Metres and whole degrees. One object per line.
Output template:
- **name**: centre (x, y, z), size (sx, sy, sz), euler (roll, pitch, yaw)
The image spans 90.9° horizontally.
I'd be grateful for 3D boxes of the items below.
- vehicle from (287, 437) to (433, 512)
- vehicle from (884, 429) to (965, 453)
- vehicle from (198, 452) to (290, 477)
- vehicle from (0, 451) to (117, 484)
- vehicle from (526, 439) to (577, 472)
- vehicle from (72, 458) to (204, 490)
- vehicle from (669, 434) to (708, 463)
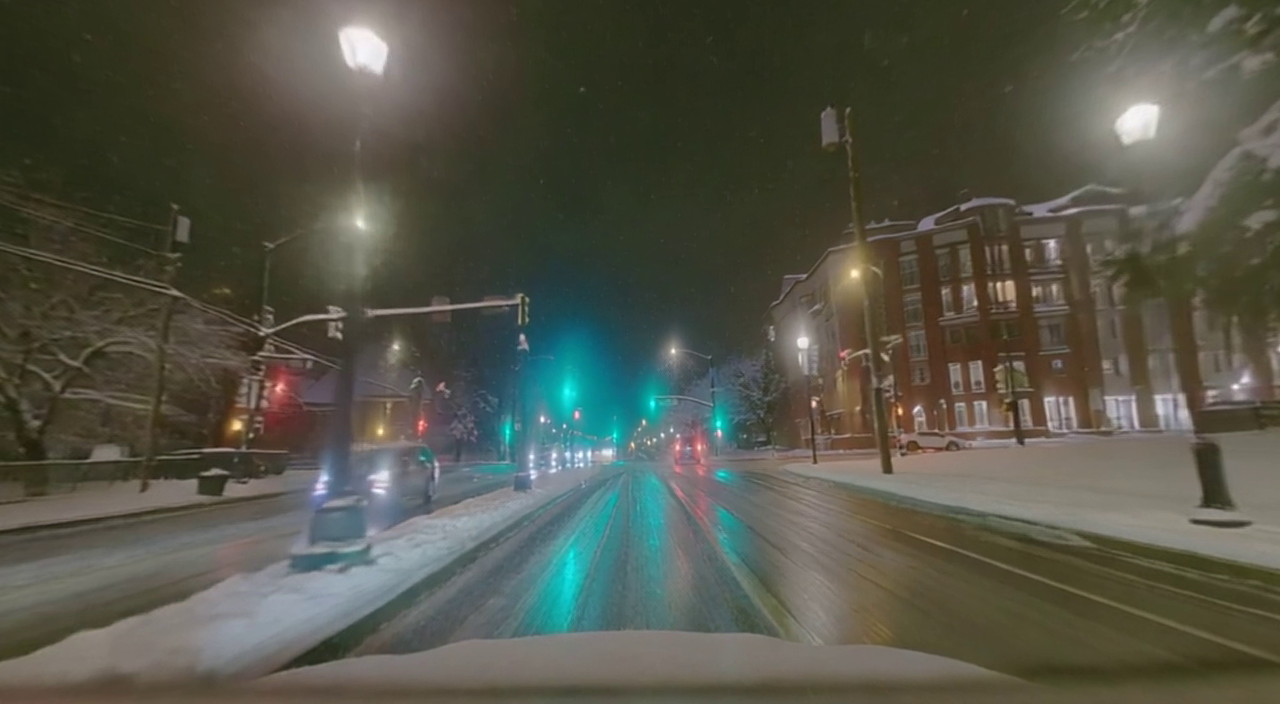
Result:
- **vehicle**: centre (-7.575, 3.328, 17.660), size (1.962, 1.807, 4.541), euler (0, -8, 1)
- **vehicle**: centre (18.973, 5.975, 42.193), size (4.459, 1.525, 1.956), euler (0, -8, 0)
- **vehicle**: centre (-24.569, 6.982, 39.220), size (4.359, 1.457, 2.043), euler (0, -8, 2)
- **vehicle**: centre (-33.175, 6.554, 35.958), size (4.673, 1.771, 2.118), euler (0, -9, 1)
- **vehicle**: centre (-4.652, 5.531, 33.842), size (1.991, 1.614, 4.718), euler (0, -8, 1)
- **vehicle**: centre (-24.868, 6.040, 31.332), size (4.815, 1.469, 2.056), euler (0, -8, 1)
- **vehicle**: centre (3.048, 6.192, 40.503), size (2.129, 1.719, 4.205), euler (0, -8, -1)
